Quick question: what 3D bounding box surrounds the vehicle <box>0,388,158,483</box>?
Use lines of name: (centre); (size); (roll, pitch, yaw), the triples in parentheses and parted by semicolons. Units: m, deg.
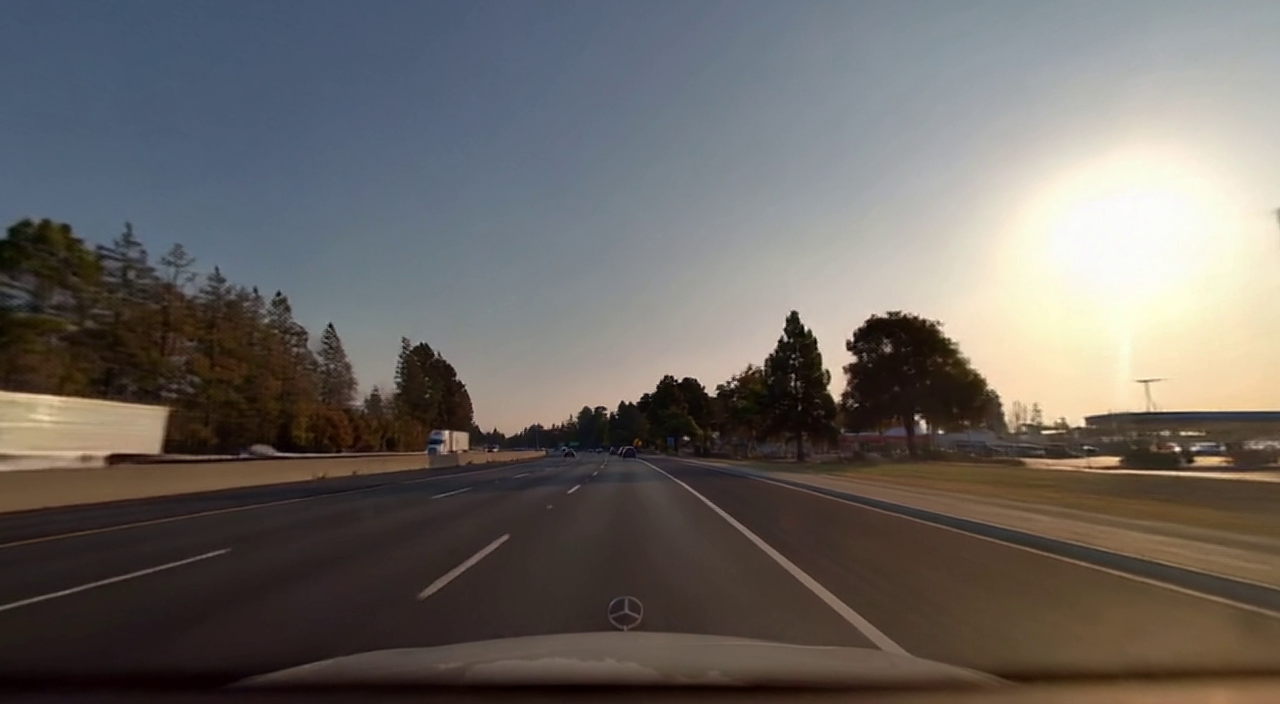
vehicle: (-29.928, 3.912, 29.455); (2.902, 4.207, 15.681); (1, -8, -2)

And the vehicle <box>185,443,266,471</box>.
vehicle: (-26.820, 6.794, 41.039); (1.933, 1.714, 5.121); (0, -8, -2)
